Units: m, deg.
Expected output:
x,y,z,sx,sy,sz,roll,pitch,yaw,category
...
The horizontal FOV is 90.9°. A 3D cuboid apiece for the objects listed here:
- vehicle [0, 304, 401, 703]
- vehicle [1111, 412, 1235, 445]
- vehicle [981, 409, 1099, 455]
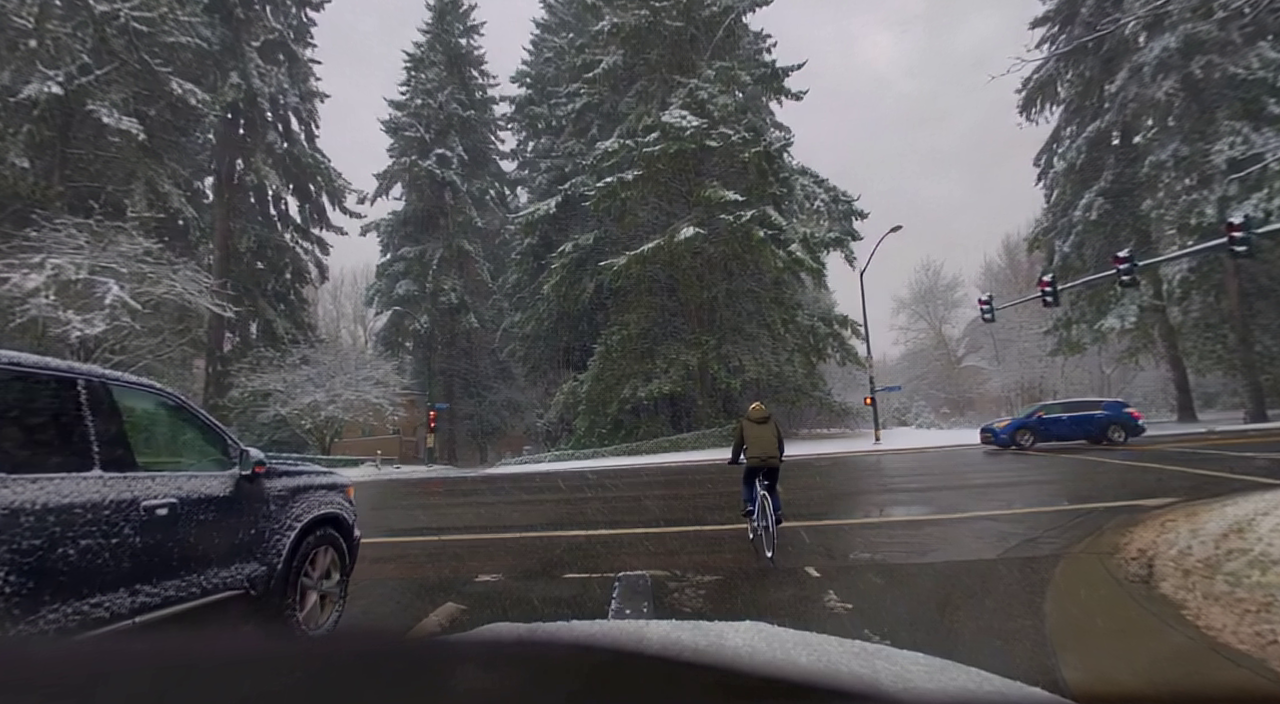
x,y,z,sx,sy,sz,roll,pitch,yaw,category
-2.963,0.862,2.732,2.049,1.756,4.602,0,-8,0,vehicle
25.748,3.731,30.495,4.716,1.507,1.904,2,-9,-11,vehicle
18.578,3.748,29.376,4.237,1.948,1.997,0,-9,-9,vehicle
